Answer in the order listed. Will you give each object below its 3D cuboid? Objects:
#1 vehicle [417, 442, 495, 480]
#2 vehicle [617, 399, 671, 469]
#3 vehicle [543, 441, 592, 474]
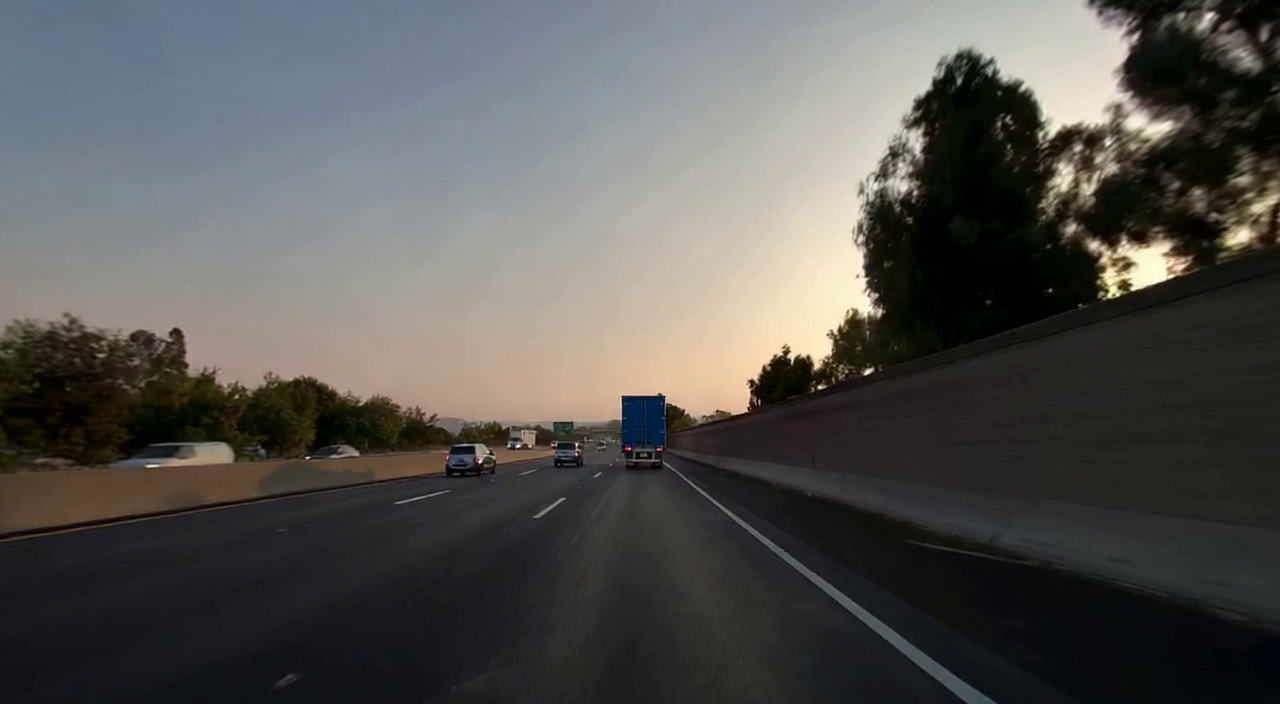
[{"bbox_3d":[-7.908,4.734,27.438,1.968,1.507,4.673,0,-9,0],"label":"vehicle"},{"bbox_3d":[0.241,5.607,41.980,3.123,4.094,10.812,0,-9,0],"label":"vehicle"},{"bbox_3d":[-3.674,5.411,32.242,2.006,1.572,4.082,0,-9,0],"label":"vehicle"}]
